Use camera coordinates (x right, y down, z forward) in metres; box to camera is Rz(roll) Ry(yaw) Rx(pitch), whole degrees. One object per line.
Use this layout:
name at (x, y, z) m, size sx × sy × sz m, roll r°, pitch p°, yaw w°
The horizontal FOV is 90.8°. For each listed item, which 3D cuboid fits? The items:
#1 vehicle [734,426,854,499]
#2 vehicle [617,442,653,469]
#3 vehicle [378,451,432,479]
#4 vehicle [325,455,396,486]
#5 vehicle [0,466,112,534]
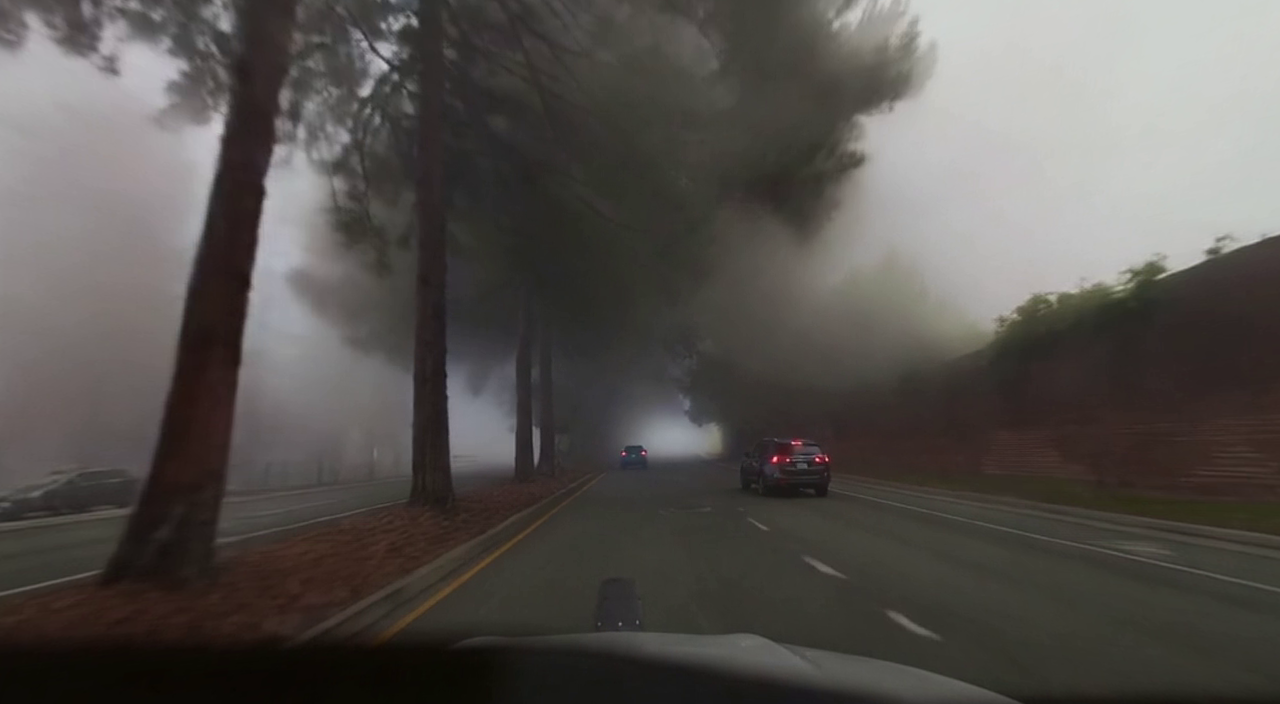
vehicle at (4.097, 3.030, 17.714) m, size 2.155 × 1.752 × 4.456 m, roll 0°, pitch -8°, yaw -1°
vehicle at (-0.341, 7.265, 44.432) m, size 2.391 × 1.739 × 3.837 m, roll -1°, pitch -8°, yaw 0°
vehicle at (-17.495, 8.414, 47.278) m, size 2.352 × 1.857 × 4.893 m, roll -4°, pitch -9°, yaw -1°
vehicle at (-17.316, 7.317, 39.438) m, size 2.184 × 1.697 × 4.826 m, roll -1°, pitch -8°, yaw 0°
vehicle at (-17.246, 3.981, 17.150) m, size 2.012 × 1.597 × 4.366 m, roll -1°, pitch -8°, yaw 0°
